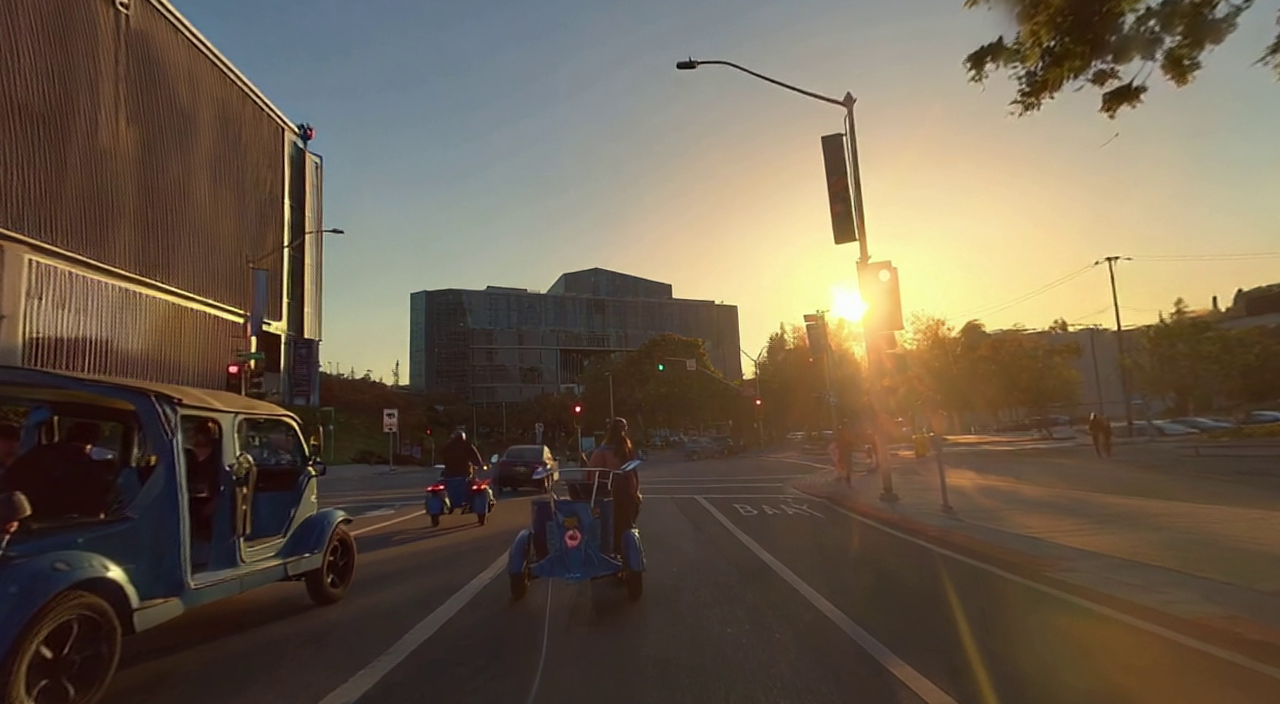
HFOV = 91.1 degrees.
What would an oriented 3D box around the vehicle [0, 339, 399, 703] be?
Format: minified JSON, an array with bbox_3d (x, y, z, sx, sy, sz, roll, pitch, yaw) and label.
[{"bbox_3d":[-3.613,1.138,4.424,2.000,1.809,4.405,0,-8,1],"label":"vehicle"}]

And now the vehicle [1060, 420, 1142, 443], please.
[{"bbox_3d":[30.728,5.348,41.879,1.751,1.420,4.027,8,-12,-43],"label":"vehicle"}]

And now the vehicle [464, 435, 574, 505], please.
[{"bbox_3d":[-3.075,3.084,16.872,1.935,1.615,4.073,-1,-8,3],"label":"vehicle"}]

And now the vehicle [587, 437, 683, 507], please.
[{"bbox_3d":[-0.020,2.829,15.270,2.025,1.458,4.085,-1,-8,3],"label":"vehicle"}]
